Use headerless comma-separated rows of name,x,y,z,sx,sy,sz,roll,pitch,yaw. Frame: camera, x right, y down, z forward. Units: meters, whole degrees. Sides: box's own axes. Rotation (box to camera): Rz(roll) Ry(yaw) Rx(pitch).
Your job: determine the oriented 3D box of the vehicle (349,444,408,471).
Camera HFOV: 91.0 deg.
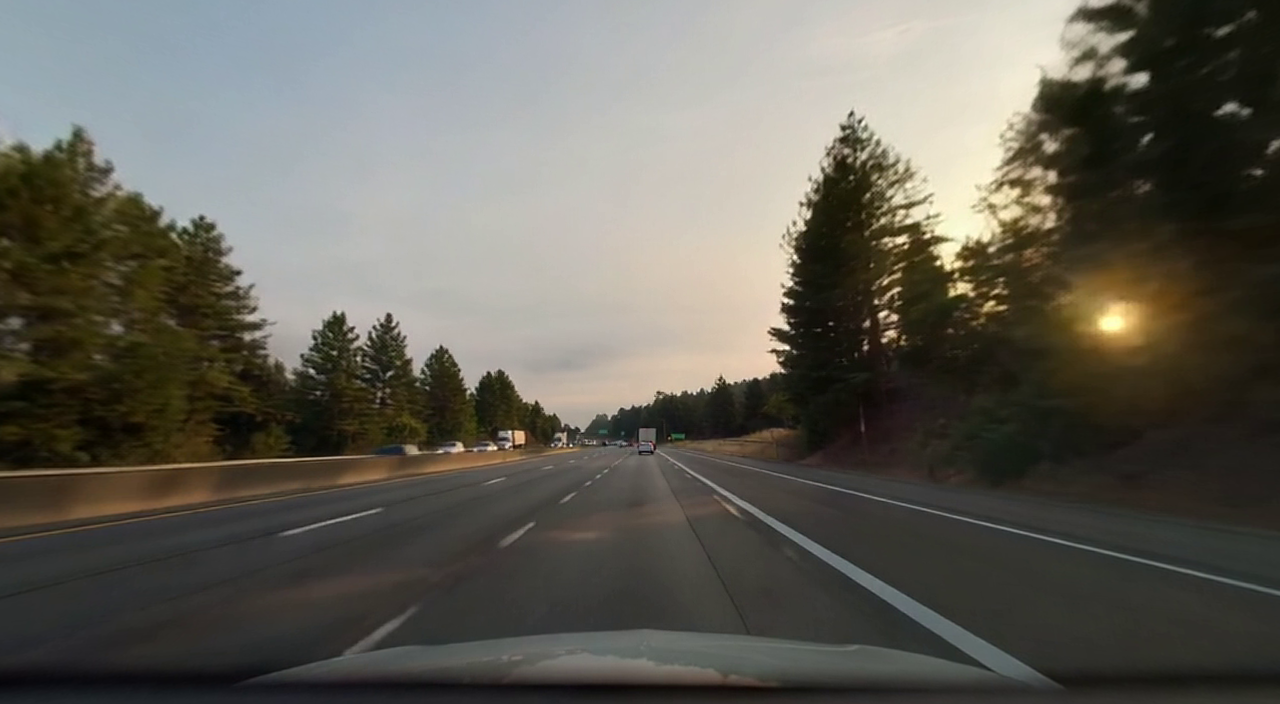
vehicle,-14.646,5.908,35.398,1.721,1.416,3.633,0,-8,0
